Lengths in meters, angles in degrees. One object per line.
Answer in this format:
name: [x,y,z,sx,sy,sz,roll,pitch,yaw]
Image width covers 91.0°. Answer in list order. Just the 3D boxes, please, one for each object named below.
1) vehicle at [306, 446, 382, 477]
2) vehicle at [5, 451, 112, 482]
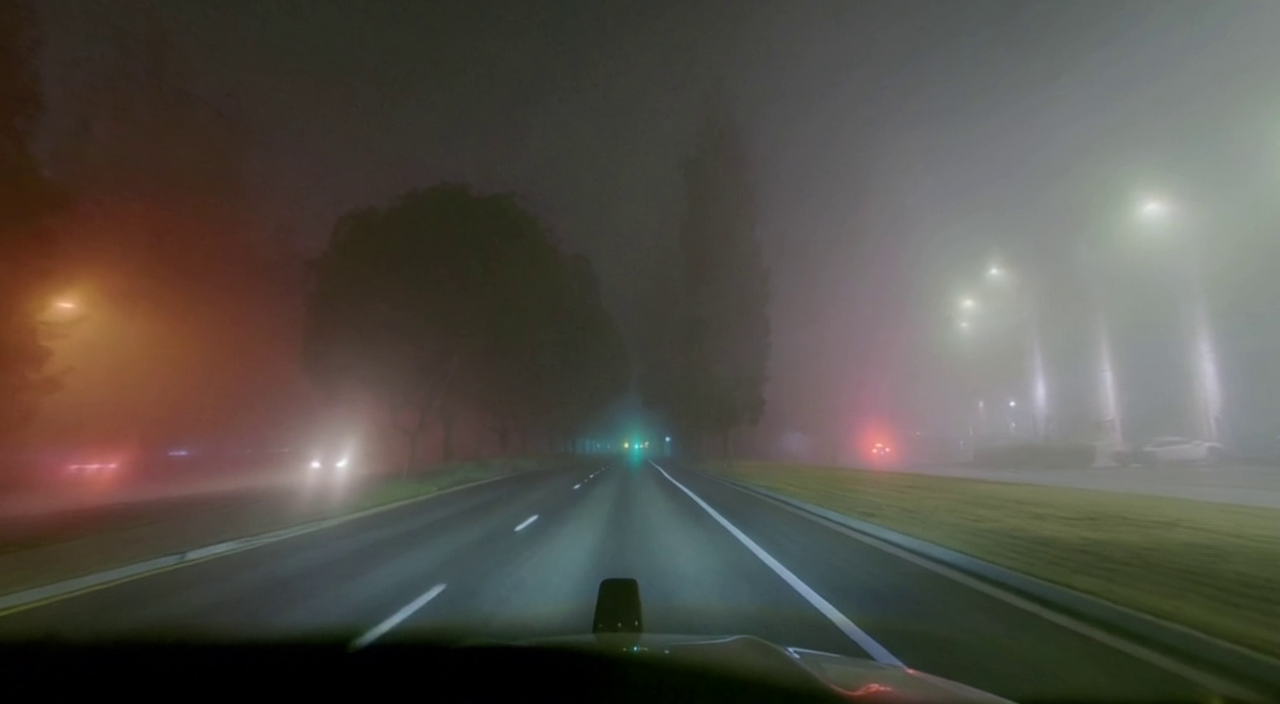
vehicle: [-15.669,5.788,33.598,1.862,1.507,4.424,0,-9,0]
vehicle: [-34.558,6.791,37.481,4.423,1.705,1.772,0,-9,-1]
